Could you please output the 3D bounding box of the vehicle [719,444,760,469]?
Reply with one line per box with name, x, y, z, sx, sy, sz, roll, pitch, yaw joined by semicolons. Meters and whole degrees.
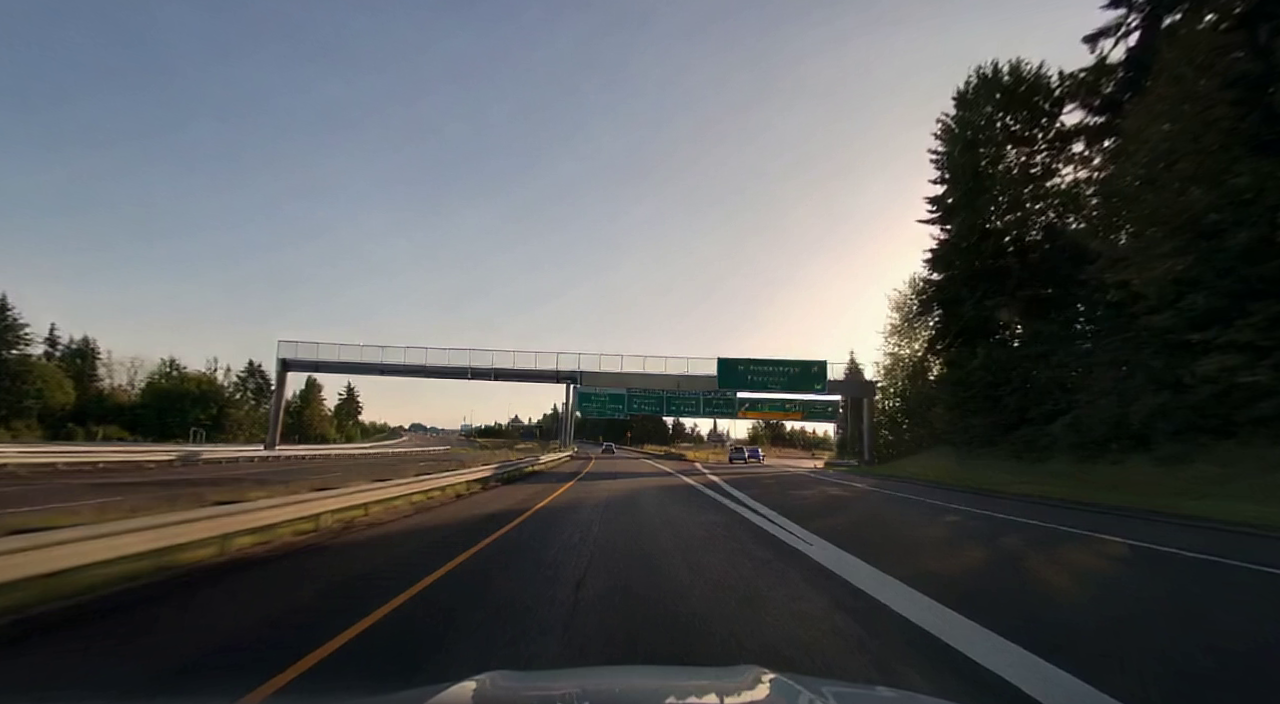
vehicle;6.065;6.411;38.709;2.129;1.444;3.649;-1;-9;3
